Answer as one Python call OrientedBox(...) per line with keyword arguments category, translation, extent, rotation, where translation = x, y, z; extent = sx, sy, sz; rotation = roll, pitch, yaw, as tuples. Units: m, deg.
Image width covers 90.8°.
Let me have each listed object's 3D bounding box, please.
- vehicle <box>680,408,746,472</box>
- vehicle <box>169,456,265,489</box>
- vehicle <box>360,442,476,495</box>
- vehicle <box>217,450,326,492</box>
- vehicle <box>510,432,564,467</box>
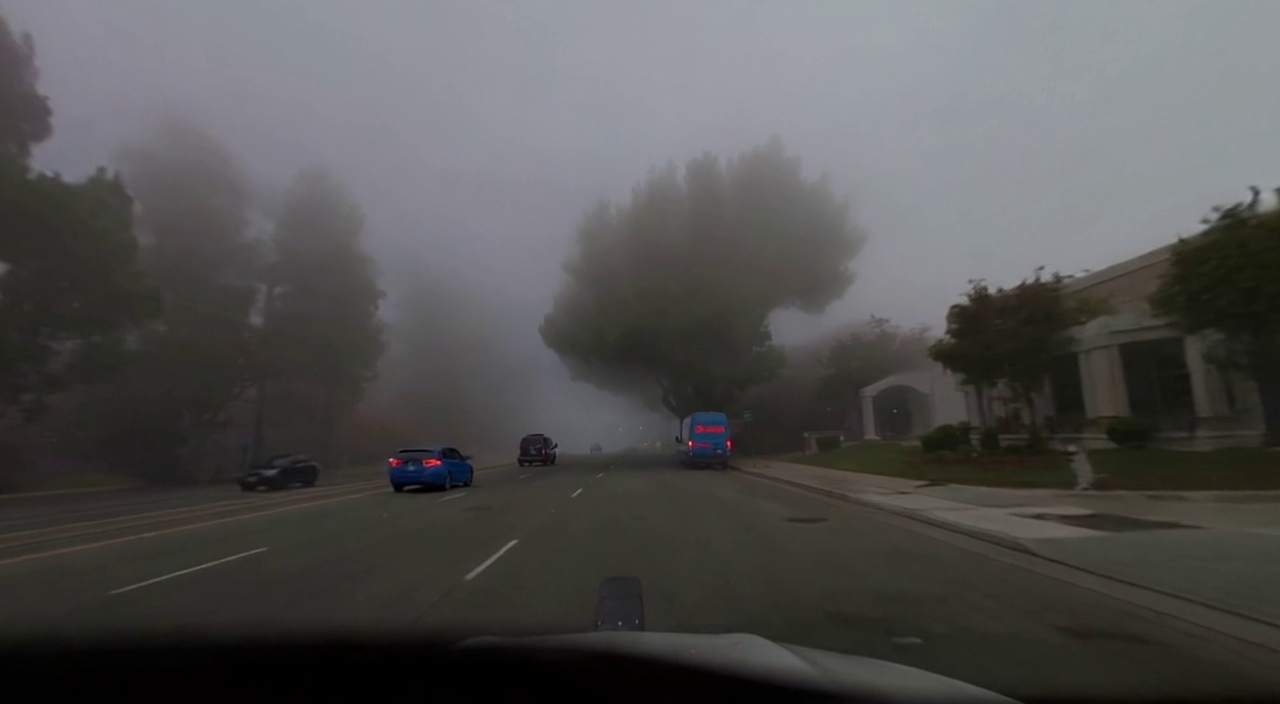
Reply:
OrientedBox(category="vehicle", translation=(3.628, 4.559, 32.474), extent=(2.791, 3.026, 4.668), rotation=(0, -9, 0))
OrientedBox(category="vehicle", translation=(-21.781, 6.208, 32.786), extent=(1.819, 1.489, 4.509), rotation=(0, -9, 1))
OrientedBox(category="vehicle", translation=(-6.743, 3.564, 19.790), extent=(1.970, 1.456, 4.441), rotation=(0, -9, 1))
OrientedBox(category="vehicle", translation=(-15.061, 4.838, 26.129), extent=(1.838, 1.549, 4.283), rotation=(0, -9, 1))
OrientedBox(category="vehicle", translation=(-6.445, 6.196, 40.122), extent=(2.332, 2.039, 5.678), rotation=(0, -9, 1))
